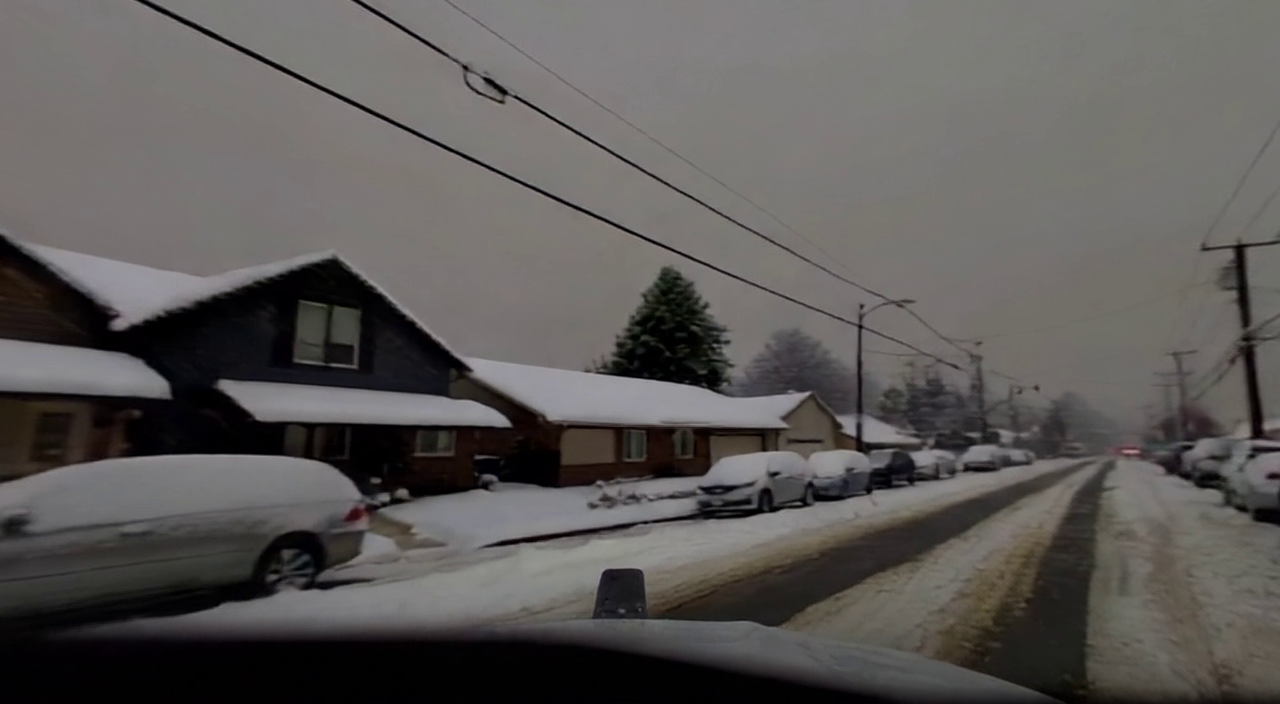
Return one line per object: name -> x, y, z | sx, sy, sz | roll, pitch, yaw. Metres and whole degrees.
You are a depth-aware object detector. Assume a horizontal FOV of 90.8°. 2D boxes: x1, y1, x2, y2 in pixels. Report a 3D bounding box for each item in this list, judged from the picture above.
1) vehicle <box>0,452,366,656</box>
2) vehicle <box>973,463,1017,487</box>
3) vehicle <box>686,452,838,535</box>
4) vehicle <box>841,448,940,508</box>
vehicle -> -4.977, 1.597, 5.445 | 1.746, 1.391, 4.469 | -7, -10, 36
vehicle -> 23.660, 8.135, 42.029 | 1.958, 1.359, 4.357 | -6, -10, 35
vehicle -> 3.162, 3.369, 15.750 | 1.909, 1.675, 4.442 | -7, -10, 36
vehicle -> 9.427, 4.565, 23.527 | 2.034, 1.923, 4.713 | -7, -11, 38
